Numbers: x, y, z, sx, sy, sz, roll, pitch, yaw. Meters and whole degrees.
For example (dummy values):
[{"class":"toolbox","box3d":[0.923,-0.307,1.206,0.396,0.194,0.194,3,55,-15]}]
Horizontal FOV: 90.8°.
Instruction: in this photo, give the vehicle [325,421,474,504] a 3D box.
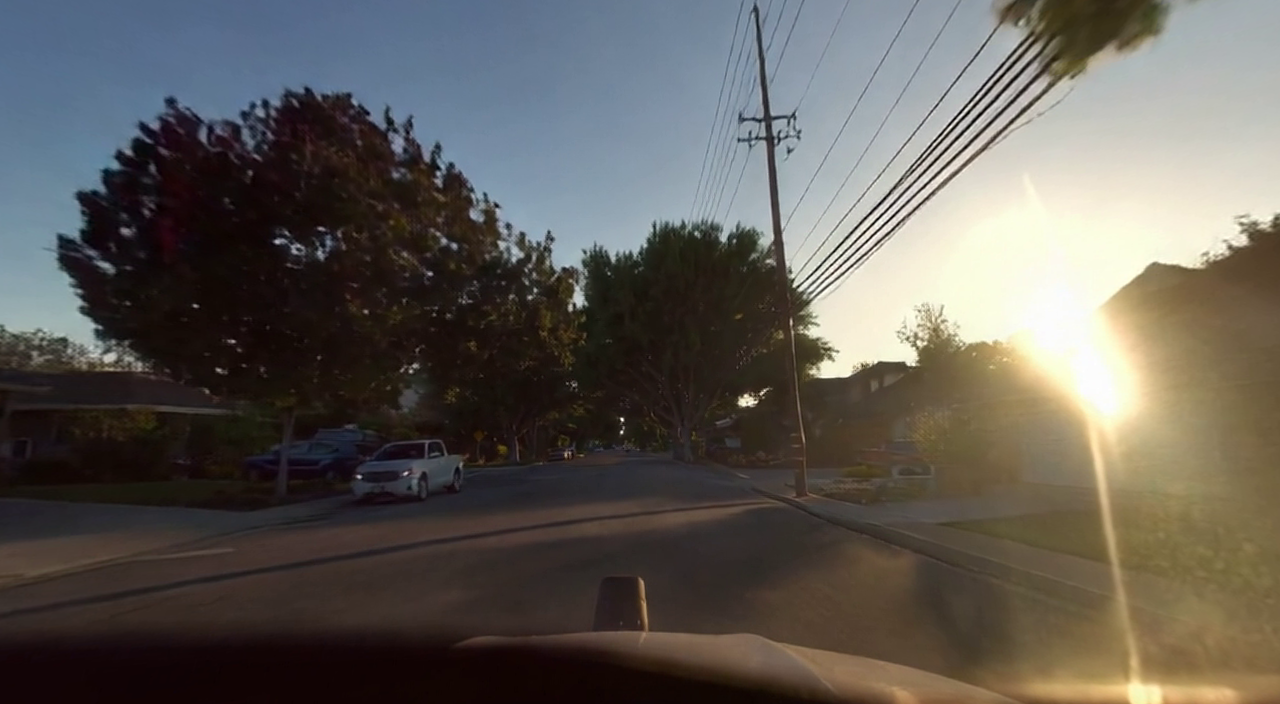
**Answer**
[{"class":"vehicle","box3d":[-7.361,3.521,20.323,2.739,2.164,6.065,-1,-10,-4]}]
